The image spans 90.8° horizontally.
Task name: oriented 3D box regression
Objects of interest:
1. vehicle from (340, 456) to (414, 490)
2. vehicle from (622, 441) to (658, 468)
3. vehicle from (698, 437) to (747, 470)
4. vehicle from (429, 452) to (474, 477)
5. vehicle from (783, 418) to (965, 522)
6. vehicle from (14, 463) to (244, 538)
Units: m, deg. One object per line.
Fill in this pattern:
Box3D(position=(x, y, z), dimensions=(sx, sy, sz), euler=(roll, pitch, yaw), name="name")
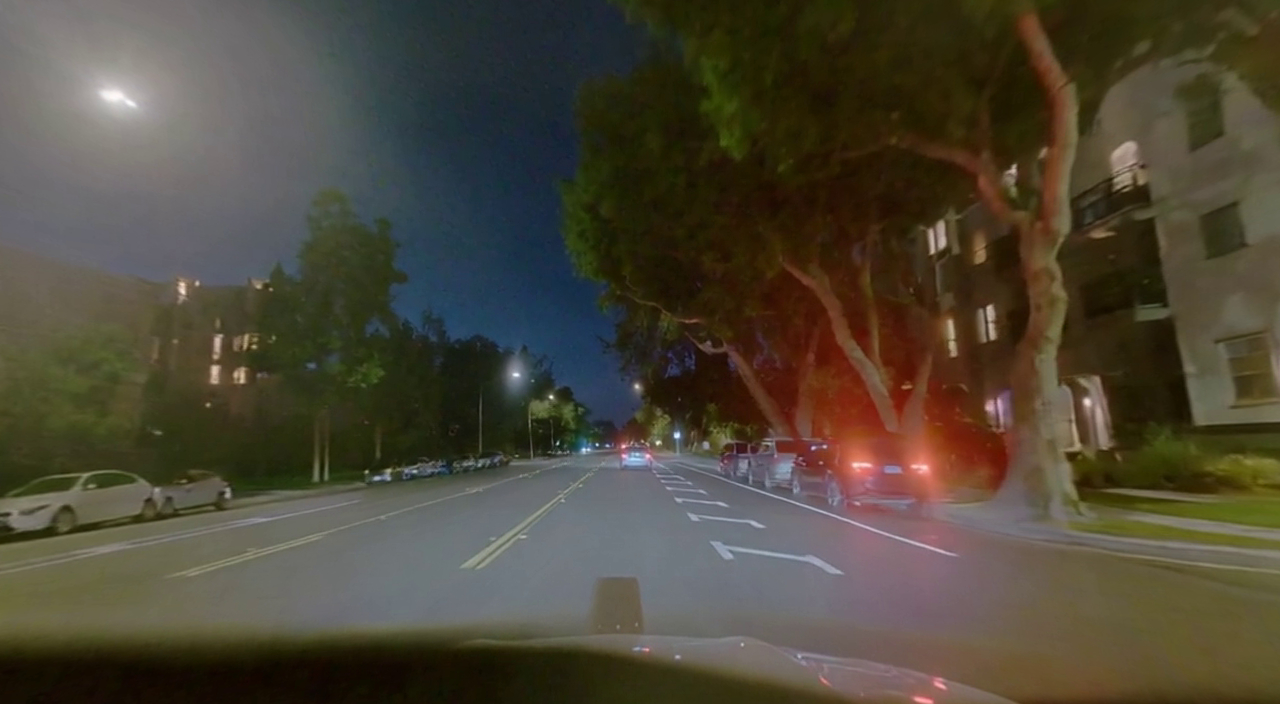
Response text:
Box3D(position=(-12.755, 5.883, 30.988), dimensions=(1.819, 1.443, 4.273), euler=(0, -9, 0), name="vehicle")
Box3D(position=(-0.050, 6.163, 38.105), dimensions=(2.022, 1.471, 3.973), euler=(0, -9, -2), name="vehicle")
Box3D(position=(4.575, 5.741, 35.878), dimensions=(2.061, 1.742, 4.603), euler=(0, -9, -1), name="vehicle")
Box3D(position=(-12.778, 7.636, 43.081), dimensions=(1.882, 1.507, 4.638), euler=(0, -9, -3), name="vehicle")
Box3D(position=(5.126, 2.630, 14.776), dimensions=(2.195, 2.000, 4.789), euler=(0, -8, -3), name="vehicle")
Box3D(position=(-12.592, 3.639, 16.093), dimensions=(1.835, 1.488, 4.696), euler=(0, -9, 2), name="vehicle")
